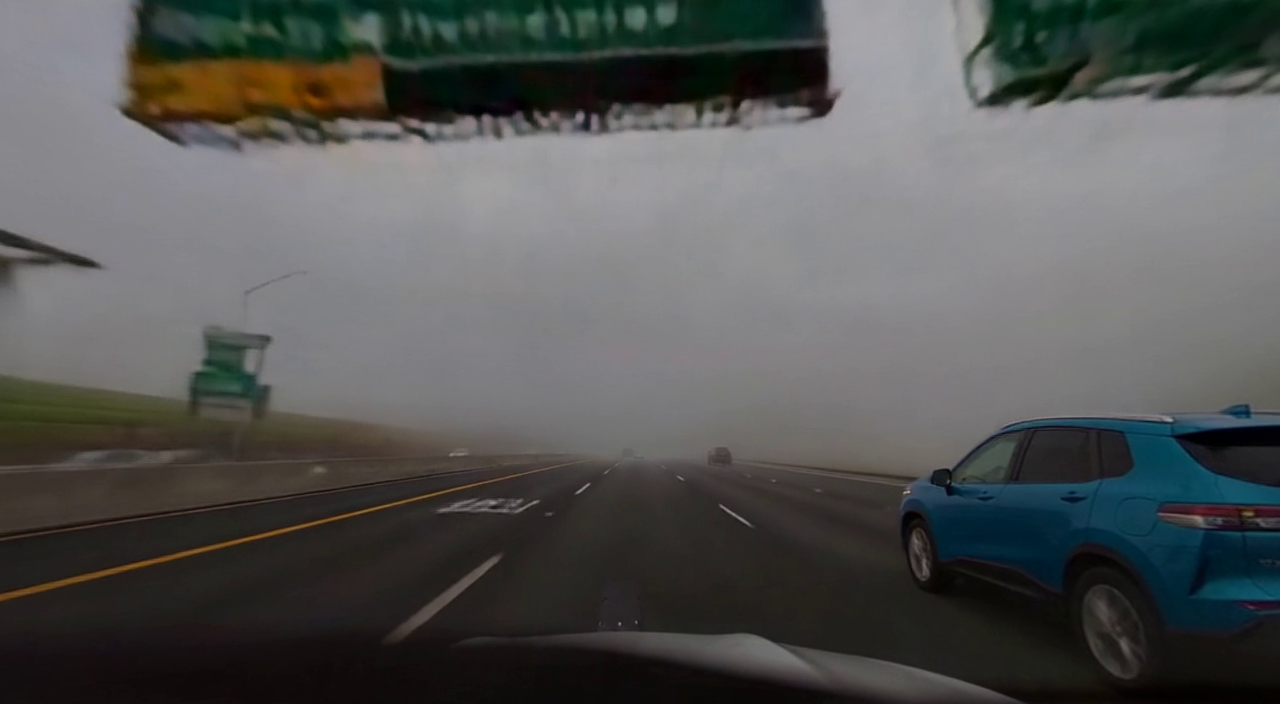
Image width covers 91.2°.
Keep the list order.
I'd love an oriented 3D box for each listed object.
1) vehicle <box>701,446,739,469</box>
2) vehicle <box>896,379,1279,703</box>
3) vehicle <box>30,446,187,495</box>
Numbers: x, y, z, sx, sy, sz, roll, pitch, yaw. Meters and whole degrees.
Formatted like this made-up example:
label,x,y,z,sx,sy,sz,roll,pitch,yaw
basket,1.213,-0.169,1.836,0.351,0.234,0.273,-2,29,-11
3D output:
label,x,y,z,sx,sy,sz,roll,pitch,yaw
vehicle,5.963,7.913,47.185,2.006,1.652,4.417,0,-9,-3
vehicle,3.466,1.223,4.085,1.784,1.733,4.141,0,-9,0
vehicle,-18.761,4.162,22.445,1.667,1.535,4.471,0,-9,1
